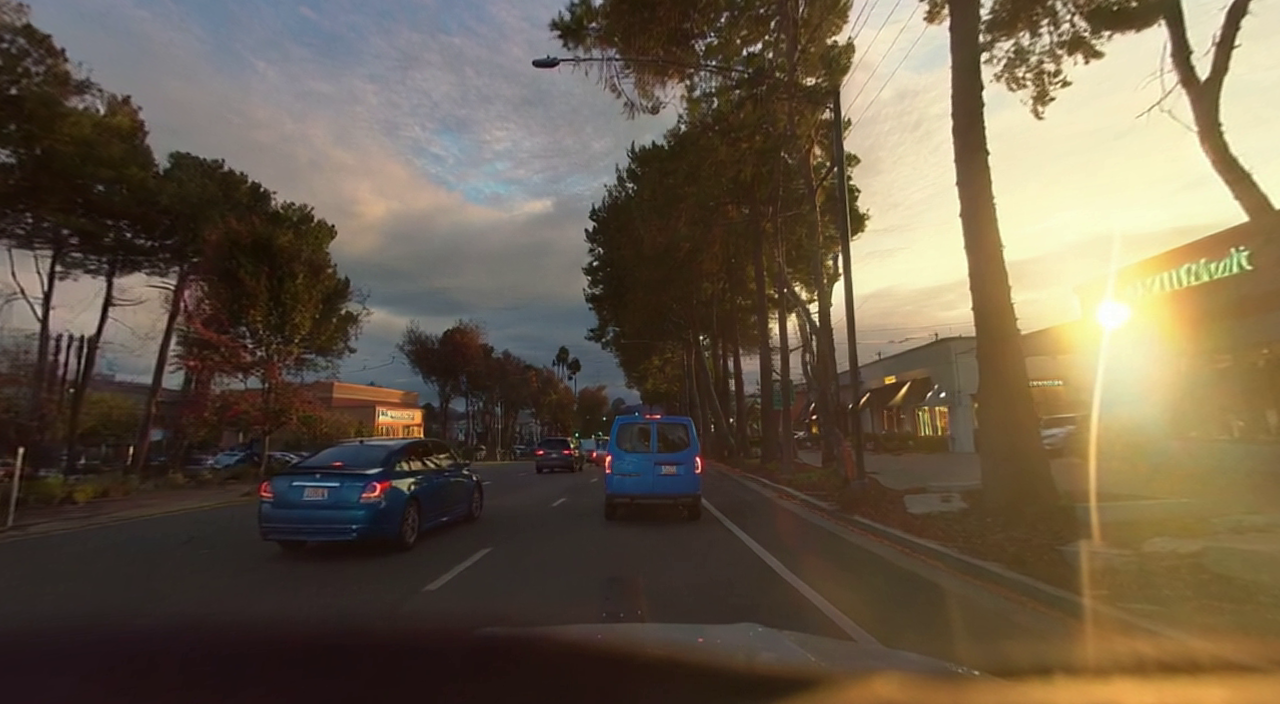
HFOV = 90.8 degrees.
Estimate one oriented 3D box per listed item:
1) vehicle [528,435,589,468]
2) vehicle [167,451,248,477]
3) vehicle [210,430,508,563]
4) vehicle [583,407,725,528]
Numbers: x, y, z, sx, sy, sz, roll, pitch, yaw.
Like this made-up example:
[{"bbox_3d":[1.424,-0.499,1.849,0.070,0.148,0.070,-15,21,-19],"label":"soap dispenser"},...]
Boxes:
[{"bbox_3d":[-4.456,5.519,35.183,2.116,1.714,4.757,-1,-9,9],"label":"vehicle"},{"bbox_3d":[-32.779,8.456,48.099,1.977,1.788,4.978,-2,-9,13],"label":"vehicle"},{"bbox_3d":[-3.671,1.975,9.526,1.991,1.459,4.813,-1,-9,4],"label":"vehicle"},{"bbox_3d":[0.291,2.087,11.824,2.173,1.830,4.189,0,-9,2],"label":"vehicle"}]
